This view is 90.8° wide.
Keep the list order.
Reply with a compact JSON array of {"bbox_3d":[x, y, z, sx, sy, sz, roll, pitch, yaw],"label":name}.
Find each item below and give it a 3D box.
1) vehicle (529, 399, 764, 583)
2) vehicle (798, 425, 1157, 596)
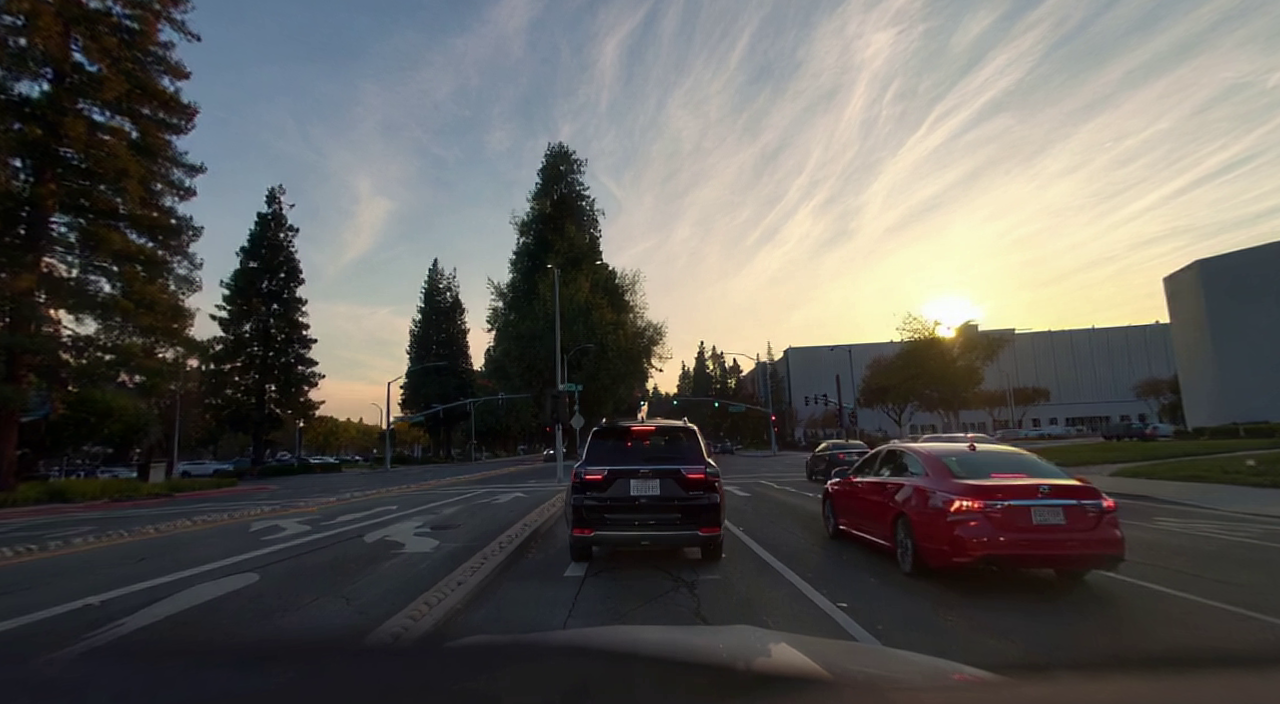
[{"bbox_3d":[0.059,1.655,8.256,2.266,1.762,4.131,0,-9,0],"label":"vehicle"},{"bbox_3d":[3.507,1.721,7.747,1.997,1.471,4.321,0,-9,0],"label":"vehicle"}]
